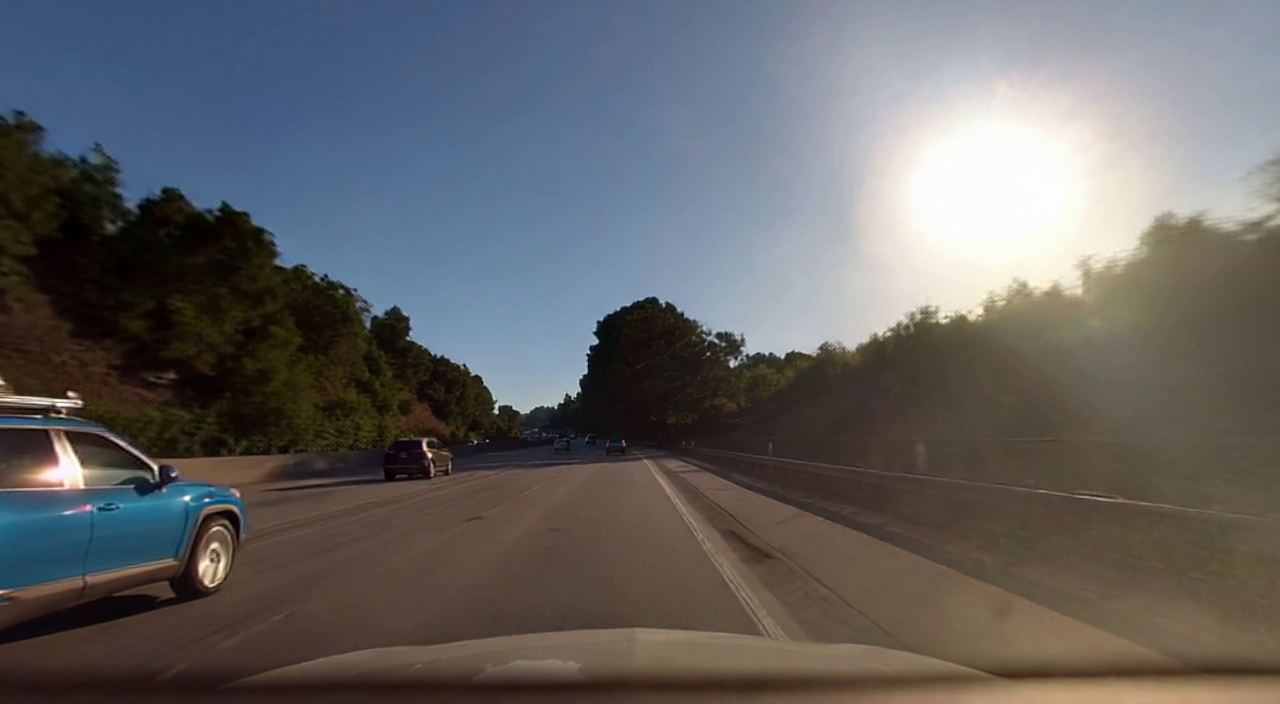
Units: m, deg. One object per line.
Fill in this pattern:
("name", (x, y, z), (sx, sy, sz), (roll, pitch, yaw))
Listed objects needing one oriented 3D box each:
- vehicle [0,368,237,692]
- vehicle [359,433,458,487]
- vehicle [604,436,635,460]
("vehicle", (-4.504, 0.925, 3.070), (2.069, 1.748, 4.652), (0, -8, -1))
("vehicle", (-8.225, 3.843, 22.823), (1.964, 1.745, 4.338), (0, -8, -1))
("vehicle", (-1.494, 7.077, 46.706), (2.178, 1.658, 3.916), (0, -8, -1))
